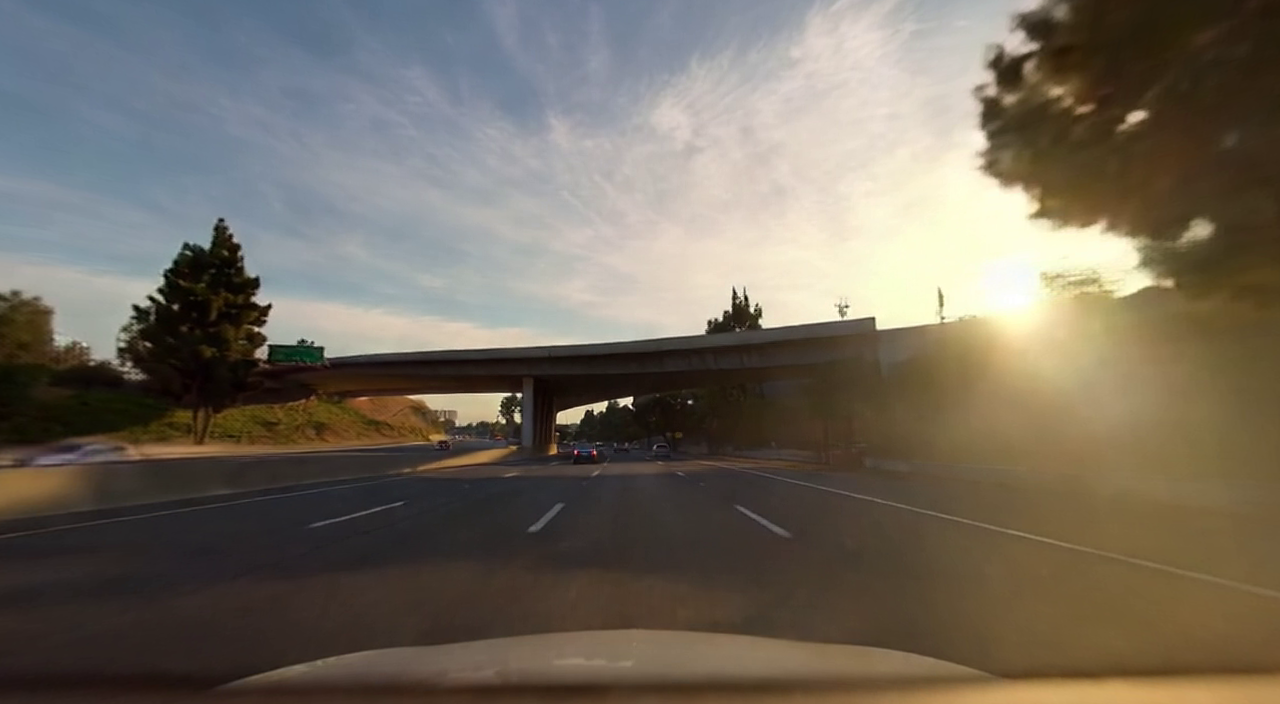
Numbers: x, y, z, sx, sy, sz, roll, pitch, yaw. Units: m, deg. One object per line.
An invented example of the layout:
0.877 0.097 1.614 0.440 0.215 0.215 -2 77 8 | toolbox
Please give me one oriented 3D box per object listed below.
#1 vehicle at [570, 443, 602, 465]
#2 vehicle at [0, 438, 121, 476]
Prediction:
-3.915 7.522 46.741 2.037 1.514 4.335 0 -8 -1 | vehicle
-24.620 4.389 26.630 1.889 1.472 4.455 0 -8 -4 | vehicle
